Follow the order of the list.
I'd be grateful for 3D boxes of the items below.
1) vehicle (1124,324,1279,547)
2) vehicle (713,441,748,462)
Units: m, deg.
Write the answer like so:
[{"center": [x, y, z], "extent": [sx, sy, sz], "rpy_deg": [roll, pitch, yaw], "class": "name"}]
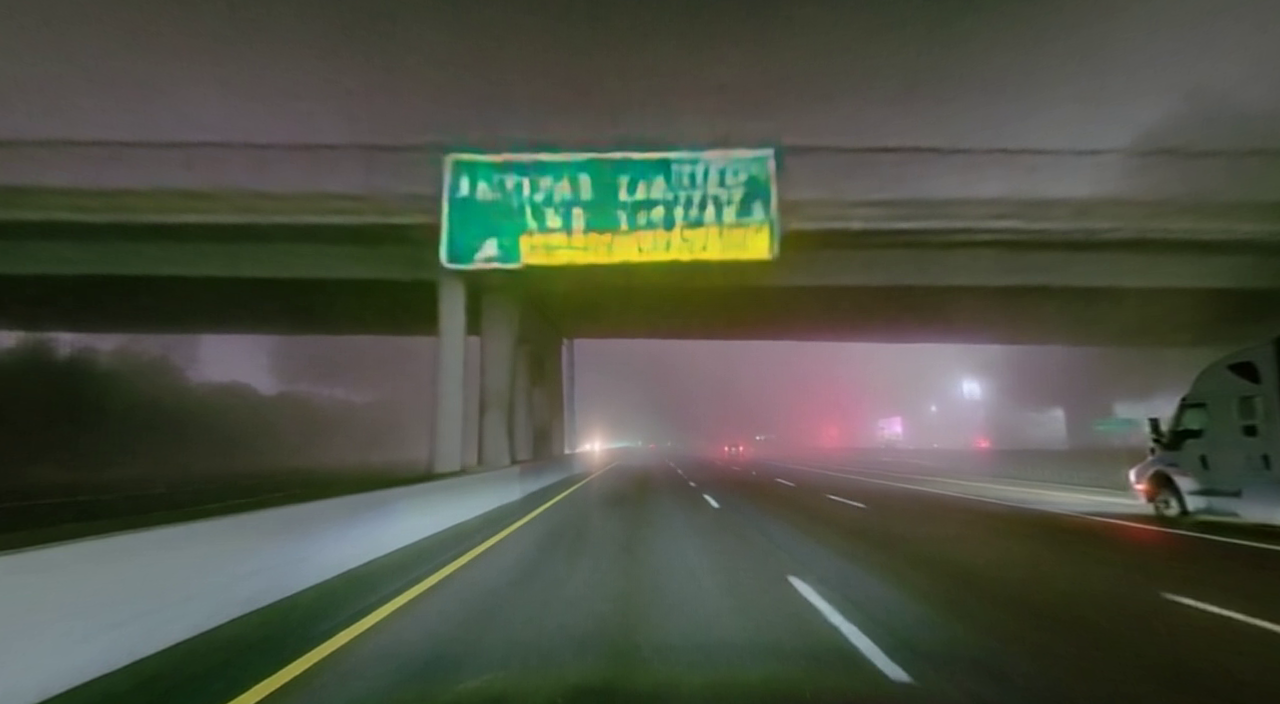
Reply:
[{"center": [10.790, 0.813, 6.471], "extent": [2.960, 3.207, 10.950], "rpy_deg": [0, -8, 0], "class": "vehicle"}, {"center": [6.805, 7.522, 47.804], "extent": [2.025, 1.484, 4.208], "rpy_deg": [0, -8, 0], "class": "vehicle"}]
